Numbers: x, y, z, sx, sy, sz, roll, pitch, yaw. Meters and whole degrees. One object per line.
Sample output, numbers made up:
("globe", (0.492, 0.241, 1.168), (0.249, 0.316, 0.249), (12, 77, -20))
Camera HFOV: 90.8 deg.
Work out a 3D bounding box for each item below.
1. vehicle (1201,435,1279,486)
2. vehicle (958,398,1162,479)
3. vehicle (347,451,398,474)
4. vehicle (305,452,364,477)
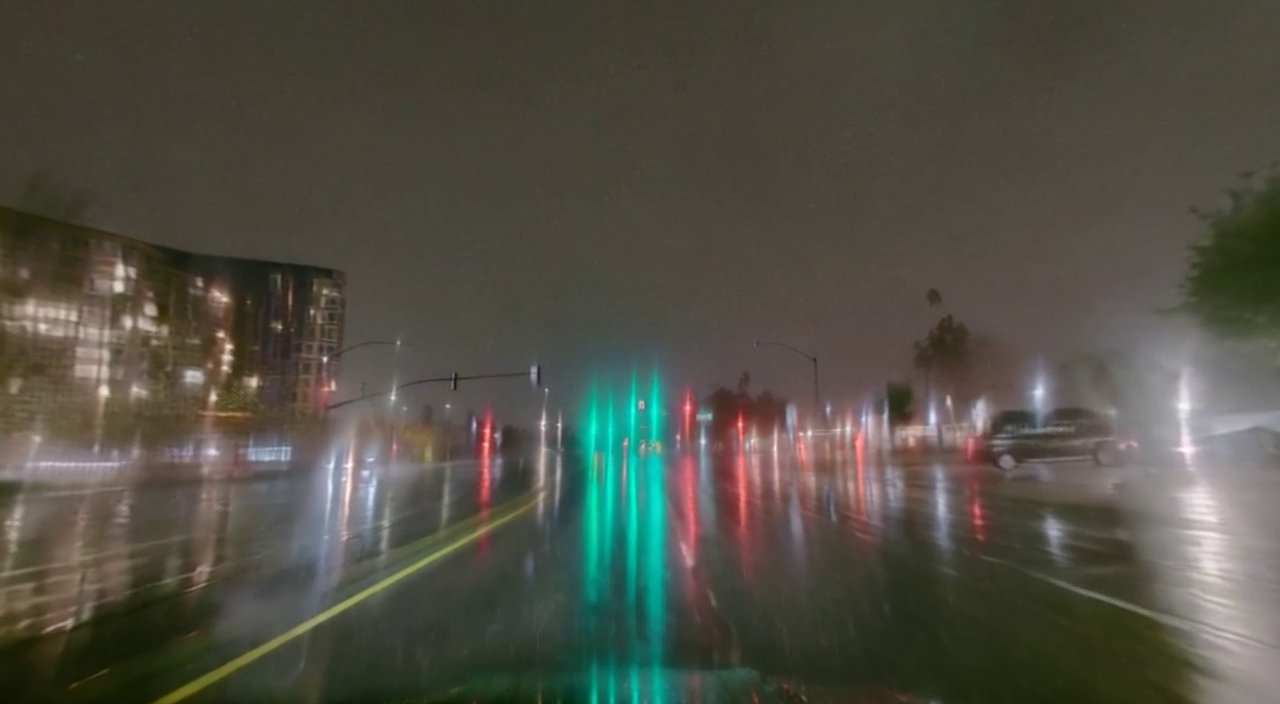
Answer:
("vehicle", (22.770, 3.932, 23.079), (4.431, 1.688, 1.996), (5, -10, -31))
("vehicle", (17.913, 3.769, 27.383), (6.639, 3.312, 2.759), (-1, -9, 3))
("vehicle", (-20.121, 8.305, 47.692), (1.911, 1.458, 4.547), (-1, -7, -1))
("vehicle", (-20.245, 7.443, 42.057), (1.713, 1.499, 4.040), (-1, -9, 3))
